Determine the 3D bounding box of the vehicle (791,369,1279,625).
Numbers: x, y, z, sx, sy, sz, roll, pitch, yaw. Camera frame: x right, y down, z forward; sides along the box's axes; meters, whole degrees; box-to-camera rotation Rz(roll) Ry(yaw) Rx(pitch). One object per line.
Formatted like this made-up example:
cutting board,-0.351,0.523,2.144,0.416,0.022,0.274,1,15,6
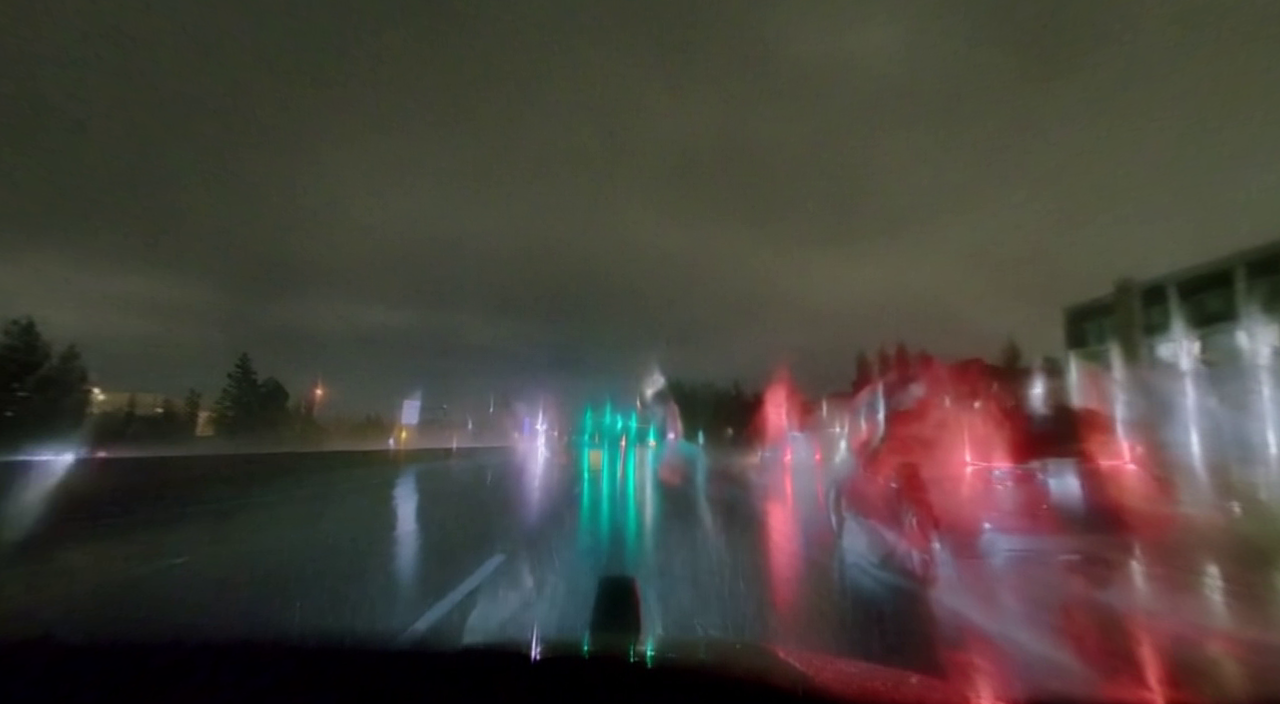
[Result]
vehicle,3.464,1.372,6.959,2.212,1.753,5.064,0,-8,-2
